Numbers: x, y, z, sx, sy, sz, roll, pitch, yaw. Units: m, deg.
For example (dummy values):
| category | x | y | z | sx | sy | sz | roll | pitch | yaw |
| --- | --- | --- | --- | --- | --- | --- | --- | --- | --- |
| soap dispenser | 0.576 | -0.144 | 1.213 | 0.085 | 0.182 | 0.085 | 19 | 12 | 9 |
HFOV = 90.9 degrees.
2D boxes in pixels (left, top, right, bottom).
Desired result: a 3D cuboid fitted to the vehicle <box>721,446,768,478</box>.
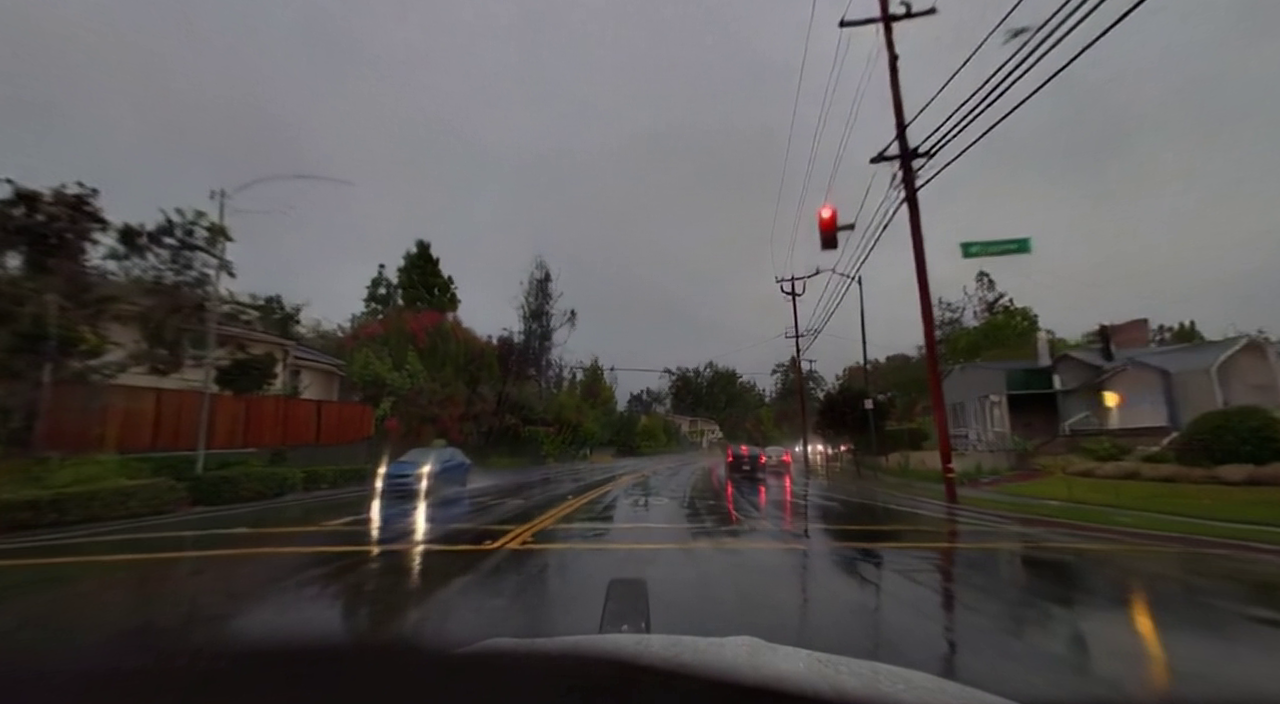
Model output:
| category | x | y | z | sx | sy | sz | roll | pitch | yaw |
| --- | --- | --- | --- | --- | --- | --- | --- | --- | --- |
| vehicle | 5.360 | 5.667 | 32.764 | 1.951 | 1.479 | 4.487 | -1 | -8 | 4 |

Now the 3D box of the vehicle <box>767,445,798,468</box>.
| category | x | y | z | sx | sy | sz | roll | pitch | yaw |
| --- | --- | --- | --- | --- | --- | --- | --- | --- | --- |
| vehicle | 10.980 | 8.055 | 48.715 | 2.027 | 1.674 | 4.256 | -1 | -8 | 9 |

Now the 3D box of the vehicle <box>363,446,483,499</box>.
| category | x | y | z | sx | sy | sz | roll | pitch | yaw |
| --- | --- | --- | --- | --- | --- | --- | --- | --- | --- |
| vehicle | -6.642 | 3.719 | 19.906 | 1.985 | 1.463 | 4.294 | -1 | -8 | 5 |
